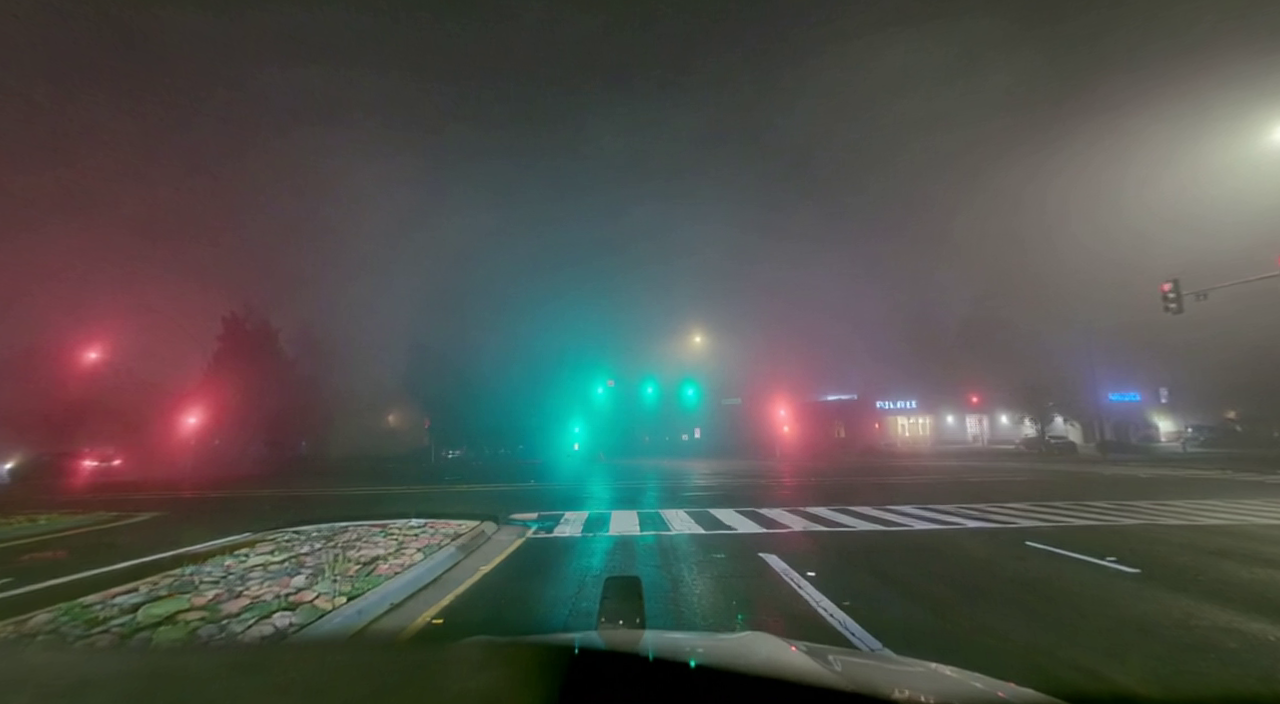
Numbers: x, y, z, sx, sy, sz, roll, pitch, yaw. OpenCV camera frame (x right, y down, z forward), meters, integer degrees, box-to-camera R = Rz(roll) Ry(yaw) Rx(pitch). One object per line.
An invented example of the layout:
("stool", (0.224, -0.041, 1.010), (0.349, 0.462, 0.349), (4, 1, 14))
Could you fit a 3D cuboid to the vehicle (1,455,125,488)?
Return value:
("vehicle", (-27.007, 5.549, 29.627), (4.325, 1.425, 2.045), (-2, -9, 12))
